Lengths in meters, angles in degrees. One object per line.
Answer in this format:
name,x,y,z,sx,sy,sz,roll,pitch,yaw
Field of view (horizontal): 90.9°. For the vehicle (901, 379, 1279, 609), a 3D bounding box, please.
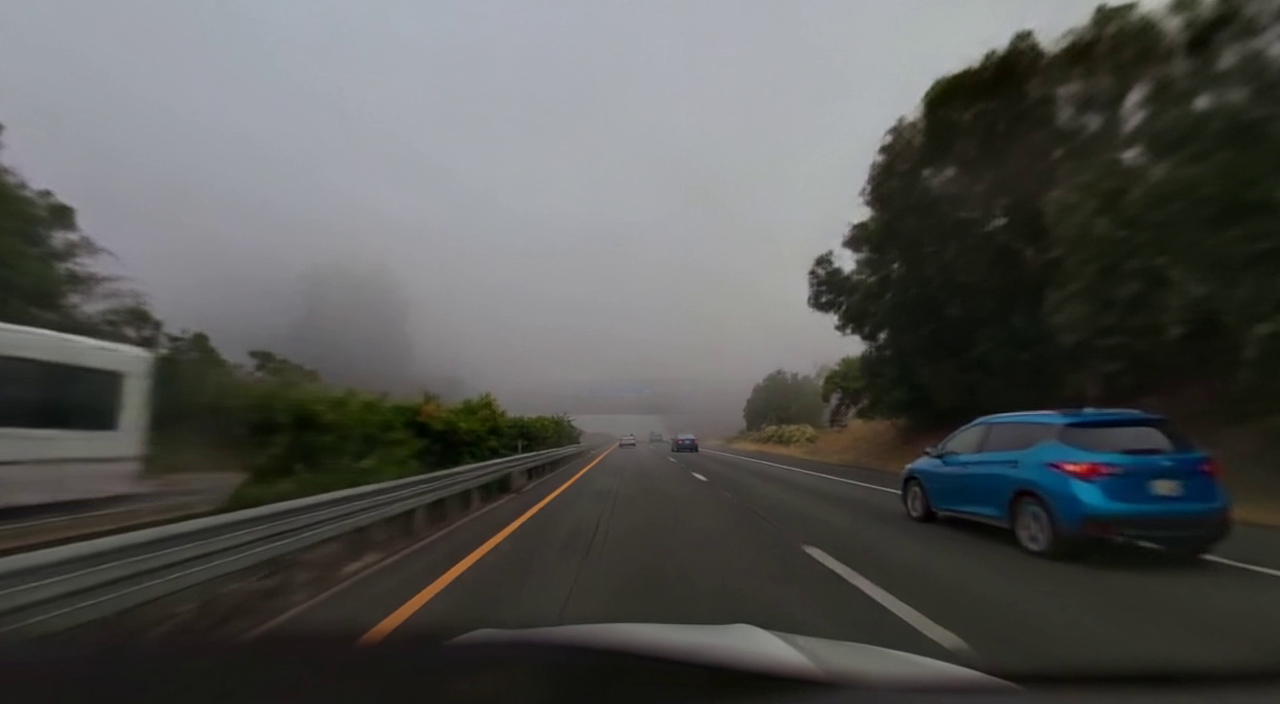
vehicle,4.723,1.302,6.668,2.073,1.651,4.065,0,-8,-2
